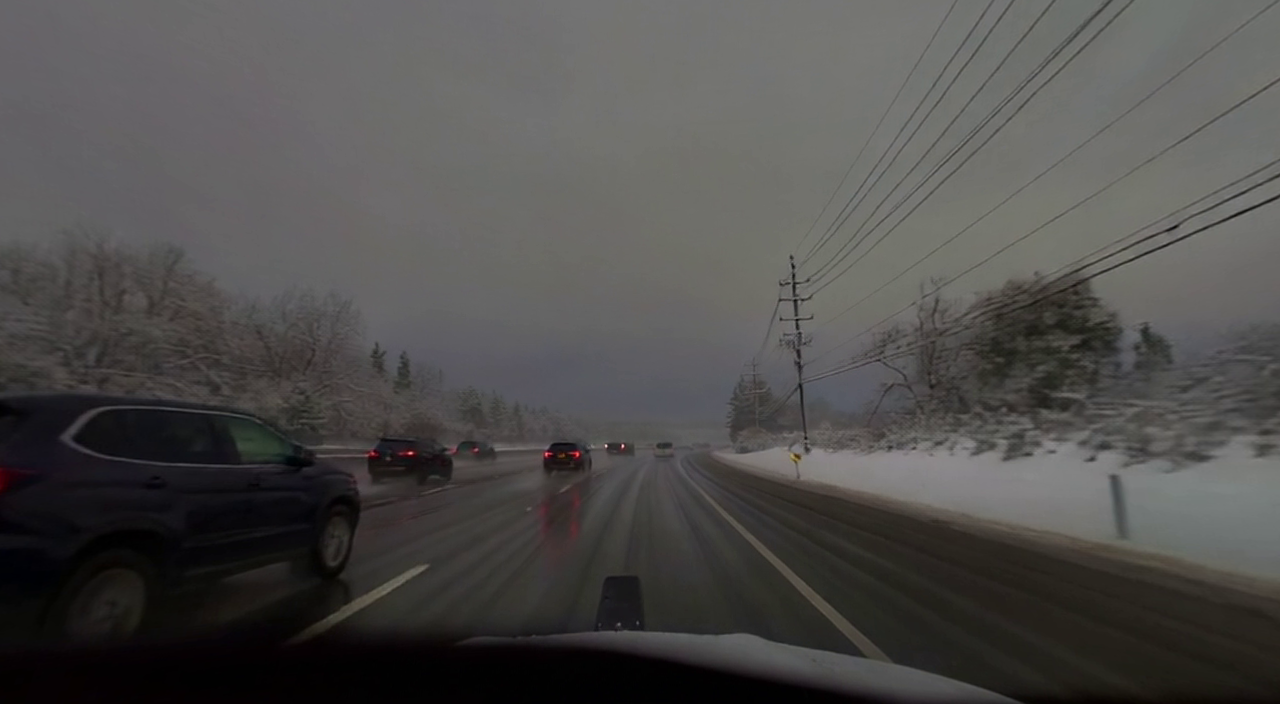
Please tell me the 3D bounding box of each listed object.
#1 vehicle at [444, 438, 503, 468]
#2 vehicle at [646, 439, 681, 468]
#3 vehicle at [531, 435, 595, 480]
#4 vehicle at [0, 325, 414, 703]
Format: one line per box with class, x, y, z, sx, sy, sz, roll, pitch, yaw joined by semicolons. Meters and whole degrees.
vehicle;-10.095;6.195;38.710;2.097;1.722;4.981;0;-9;2
vehicle;1.479;6.137;38.214;2.038;1.677;4.219;-1;-9;4
vehicle;-3.056;4.301;25.916;1.976;1.688;4.124;0;-9;2
vehicle;-3.579;1.079;4.237;2.202;1.801;4.959;0;-9;1
